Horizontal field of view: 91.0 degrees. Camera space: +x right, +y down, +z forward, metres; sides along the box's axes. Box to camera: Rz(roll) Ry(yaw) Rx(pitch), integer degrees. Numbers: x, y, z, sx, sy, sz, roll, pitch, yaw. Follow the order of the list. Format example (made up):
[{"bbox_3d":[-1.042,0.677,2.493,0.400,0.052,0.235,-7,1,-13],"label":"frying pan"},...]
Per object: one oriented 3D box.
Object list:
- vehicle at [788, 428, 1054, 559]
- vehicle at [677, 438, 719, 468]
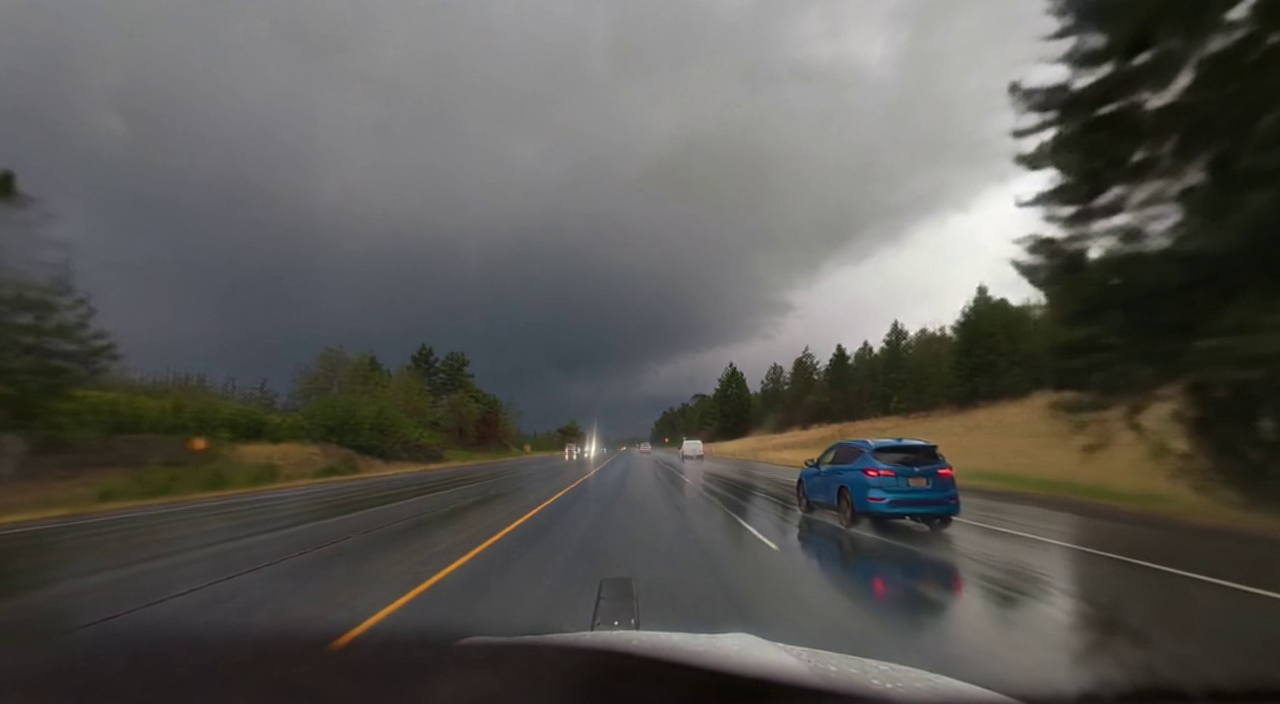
[{"bbox_3d":[3.828,1.972,9.589,1.999,1.501,4.221,0,-8,-2],"label":"vehicle"},{"bbox_3d":[3.393,5.995,37.567,2.043,1.673,4.016,0,-8,-2],"label":"vehicle"}]
